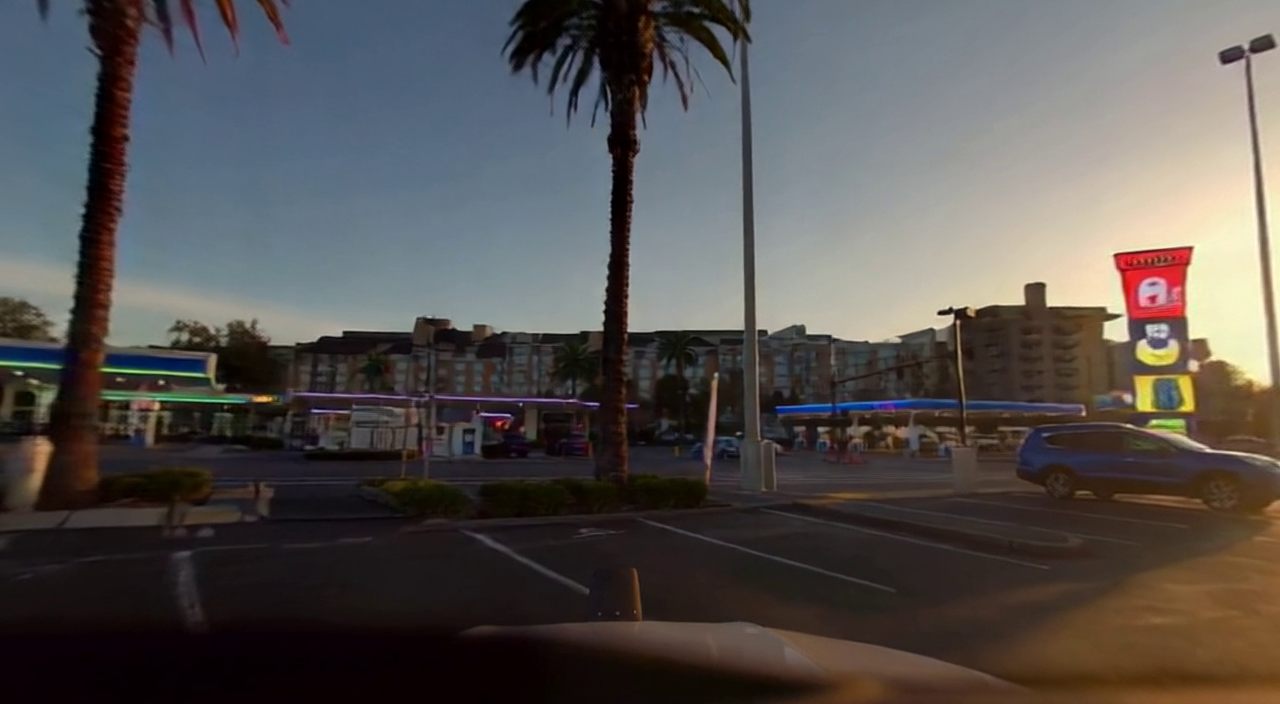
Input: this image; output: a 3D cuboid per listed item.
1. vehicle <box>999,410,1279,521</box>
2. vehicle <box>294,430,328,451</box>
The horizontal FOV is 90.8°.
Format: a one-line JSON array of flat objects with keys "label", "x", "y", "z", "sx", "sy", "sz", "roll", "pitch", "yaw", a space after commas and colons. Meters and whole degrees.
[{"label": "vehicle", "x": 10.483, "y": 2.286, "z": 13.267, "sx": 2.028, "sy": 1.850, "sz": 4.731, "roll": 4, "pitch": -9, "yaw": -24}, {"label": "vehicle", "x": -24.689, "y": 6.648, "z": 47.517, "sx": 1.901, "sy": 1.463, "sz": 3.948, "roll": 3, "pitch": -9, "yaw": -22}]
